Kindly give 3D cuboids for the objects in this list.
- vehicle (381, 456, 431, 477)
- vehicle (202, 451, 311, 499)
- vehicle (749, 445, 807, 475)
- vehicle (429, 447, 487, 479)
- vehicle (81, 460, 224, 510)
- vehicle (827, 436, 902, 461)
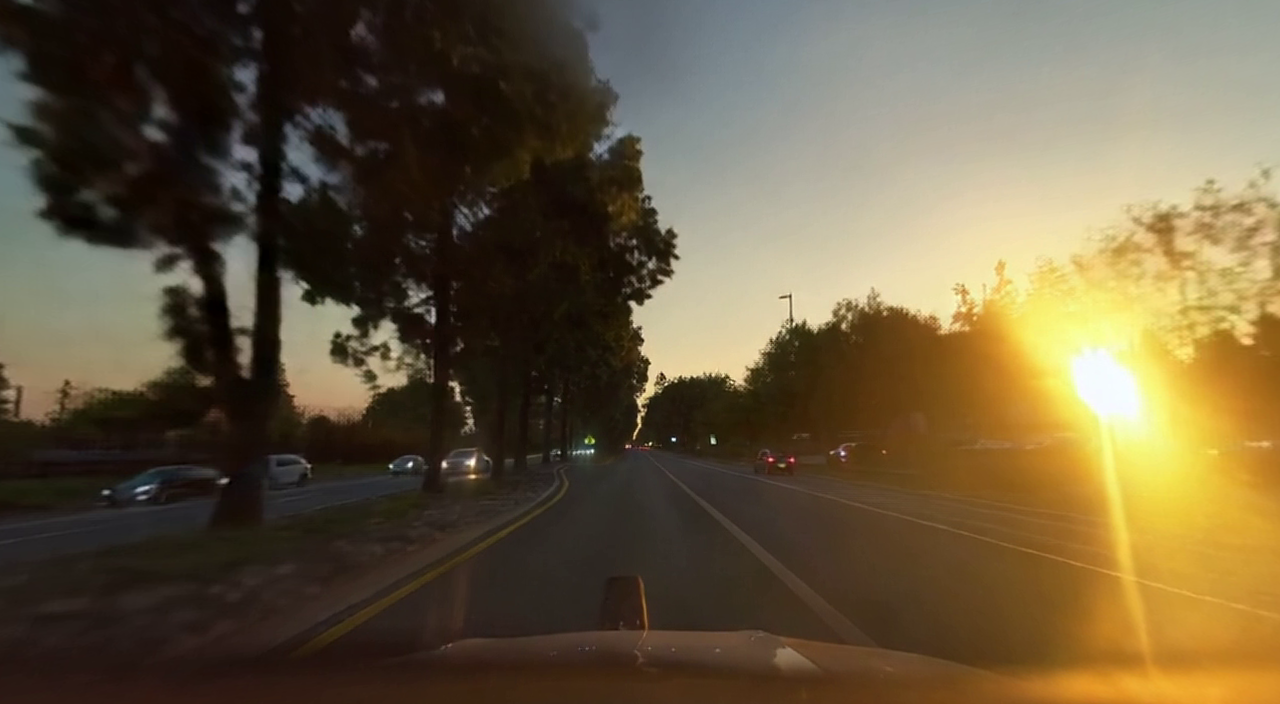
[{"bbox_3d":[-17.683,8.640,47.963,1.961,1.437,4.867,0,-9,0],"label":"vehicle"},{"bbox_3d":[-17.860,5.696,29.775,1.926,1.684,5.378,-3,-7,-1],"label":"vehicle"},{"bbox_3d":[7.241,5.710,33.596,1.961,1.465,4.468,0,-9,-2],"label":"vehicle"},{"bbox_3d":[-9.682,5.917,33.938,1.972,1.626,3.940,0,-9,0],"label":"vehicle"},{"bbox_3d":[-17.905,4.850,23.531,1.851,1.563,4.336,0,-9,-1],"label":"vehicle"},{"bbox_3d":[16.703,7.215,47.150,4.807,1.768,1.947,-1,-9,2],"label":"vehicle"}]
